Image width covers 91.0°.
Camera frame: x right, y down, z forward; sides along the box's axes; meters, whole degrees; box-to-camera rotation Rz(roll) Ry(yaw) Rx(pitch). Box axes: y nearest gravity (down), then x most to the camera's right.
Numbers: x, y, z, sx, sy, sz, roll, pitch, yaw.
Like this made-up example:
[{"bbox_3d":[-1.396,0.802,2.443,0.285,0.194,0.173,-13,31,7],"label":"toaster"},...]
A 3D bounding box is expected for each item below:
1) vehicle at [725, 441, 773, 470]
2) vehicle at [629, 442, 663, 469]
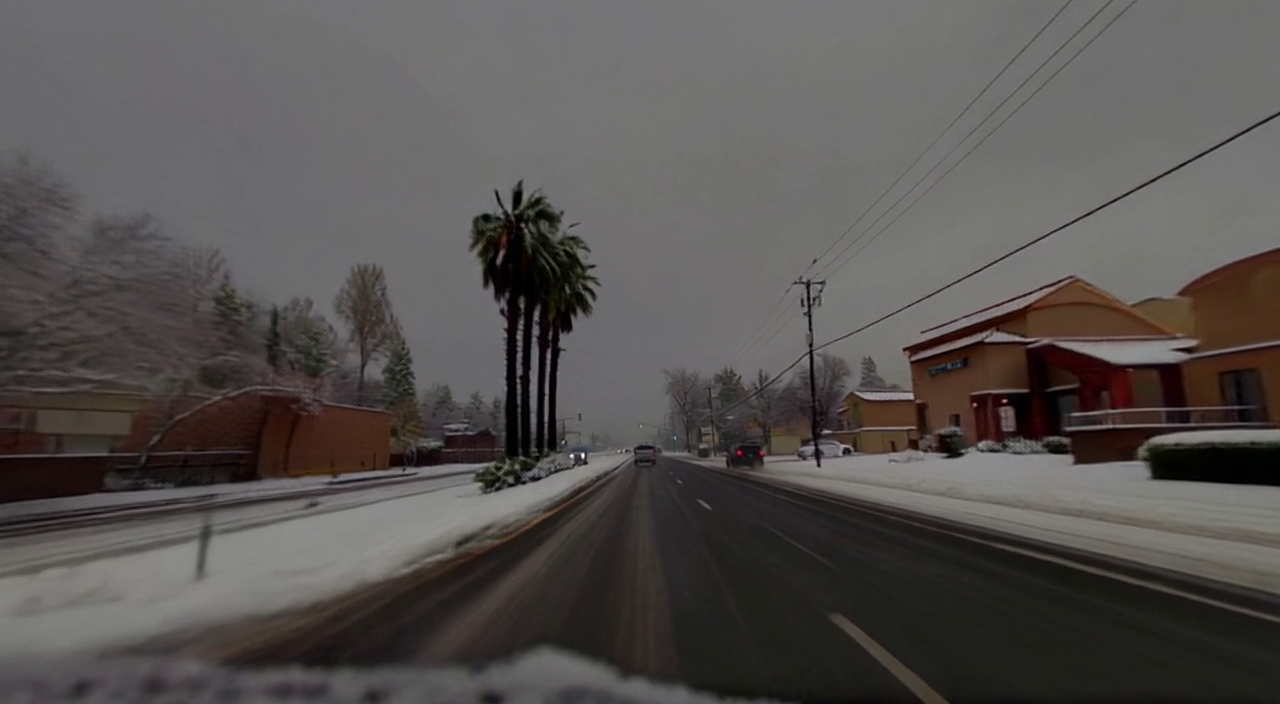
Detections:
[{"bbox_3d":[6.867,6.585,40.183,2.252,1.718,4.617,0,-9,0],"label":"vehicle"},{"bbox_3d":[0.405,7.013,42.879,2.138,1.702,4.168,0,-9,1],"label":"vehicle"}]
